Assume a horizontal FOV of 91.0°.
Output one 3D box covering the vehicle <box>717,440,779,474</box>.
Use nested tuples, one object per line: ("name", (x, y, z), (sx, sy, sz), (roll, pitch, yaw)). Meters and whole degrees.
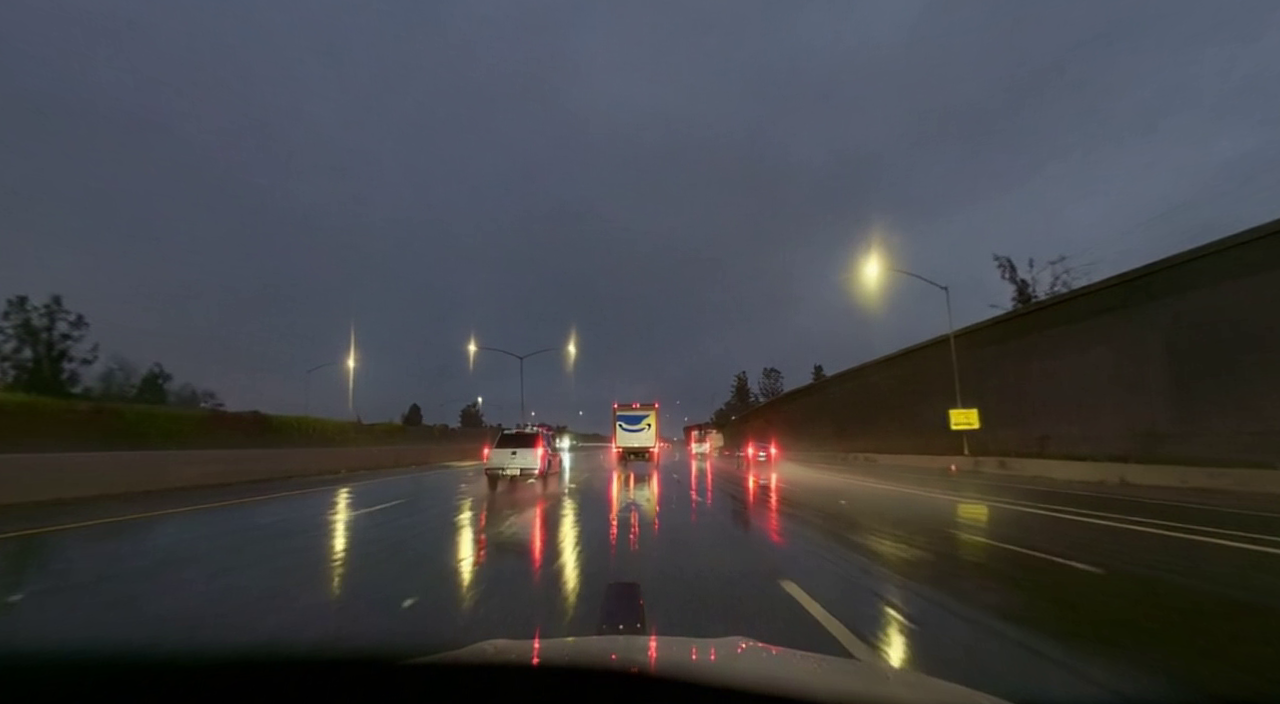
("vehicle", (5.068, 4.982, 30.148), (1.970, 1.499, 4.491), (1, -9, -3))

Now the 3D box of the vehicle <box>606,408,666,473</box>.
("vehicle", (-0.202, 4.164, 29.508), (2.456, 2.705, 6.251), (1, -9, -1))

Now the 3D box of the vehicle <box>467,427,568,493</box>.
("vehicle", (-3.456, 3.150, 18.661), (2.095, 1.688, 4.188), (0, -9, 1))

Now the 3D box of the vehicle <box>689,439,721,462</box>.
("vehicle", (4.987, 7.670, 49.041), (2.067, 1.654, 3.985), (0, -8, 0))
